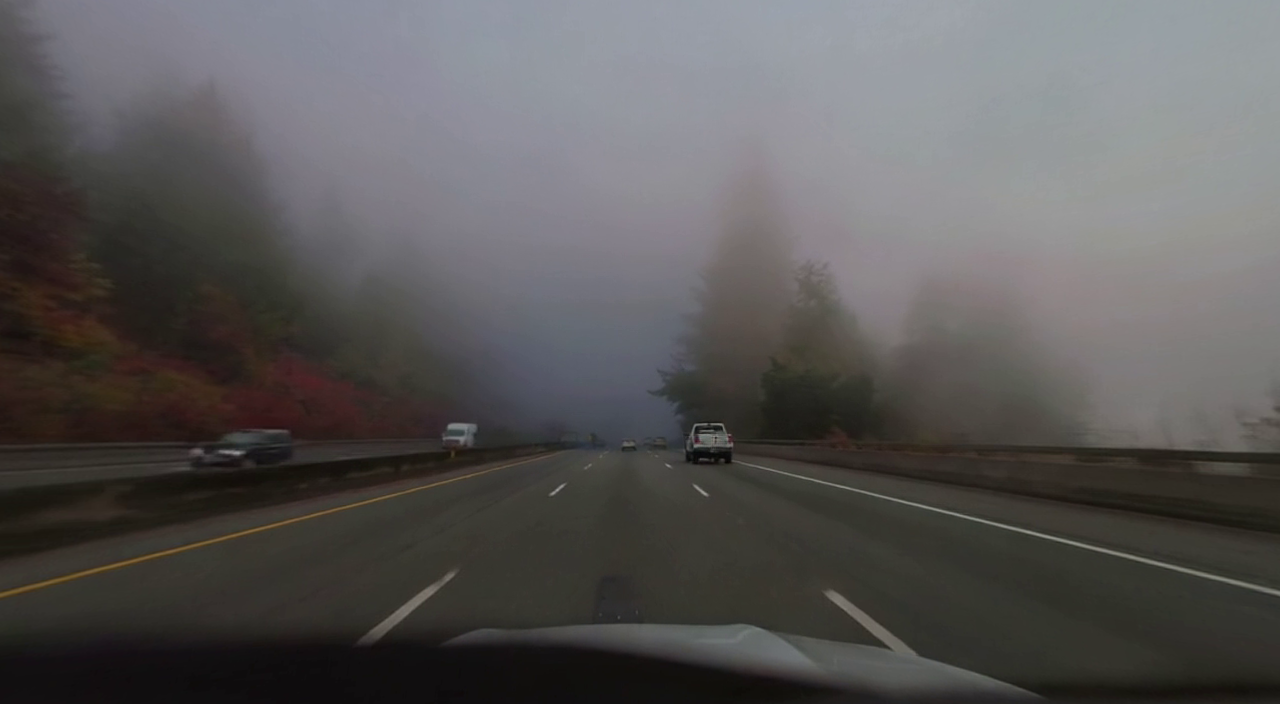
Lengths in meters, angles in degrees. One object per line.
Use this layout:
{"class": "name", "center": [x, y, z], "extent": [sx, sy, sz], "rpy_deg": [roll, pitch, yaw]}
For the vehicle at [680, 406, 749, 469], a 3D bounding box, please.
{"class": "vehicle", "center": [3.339, 4.005, 29.523], "extent": [2.411, 2.614, 5.781], "rpy_deg": [0, -8, -1]}
